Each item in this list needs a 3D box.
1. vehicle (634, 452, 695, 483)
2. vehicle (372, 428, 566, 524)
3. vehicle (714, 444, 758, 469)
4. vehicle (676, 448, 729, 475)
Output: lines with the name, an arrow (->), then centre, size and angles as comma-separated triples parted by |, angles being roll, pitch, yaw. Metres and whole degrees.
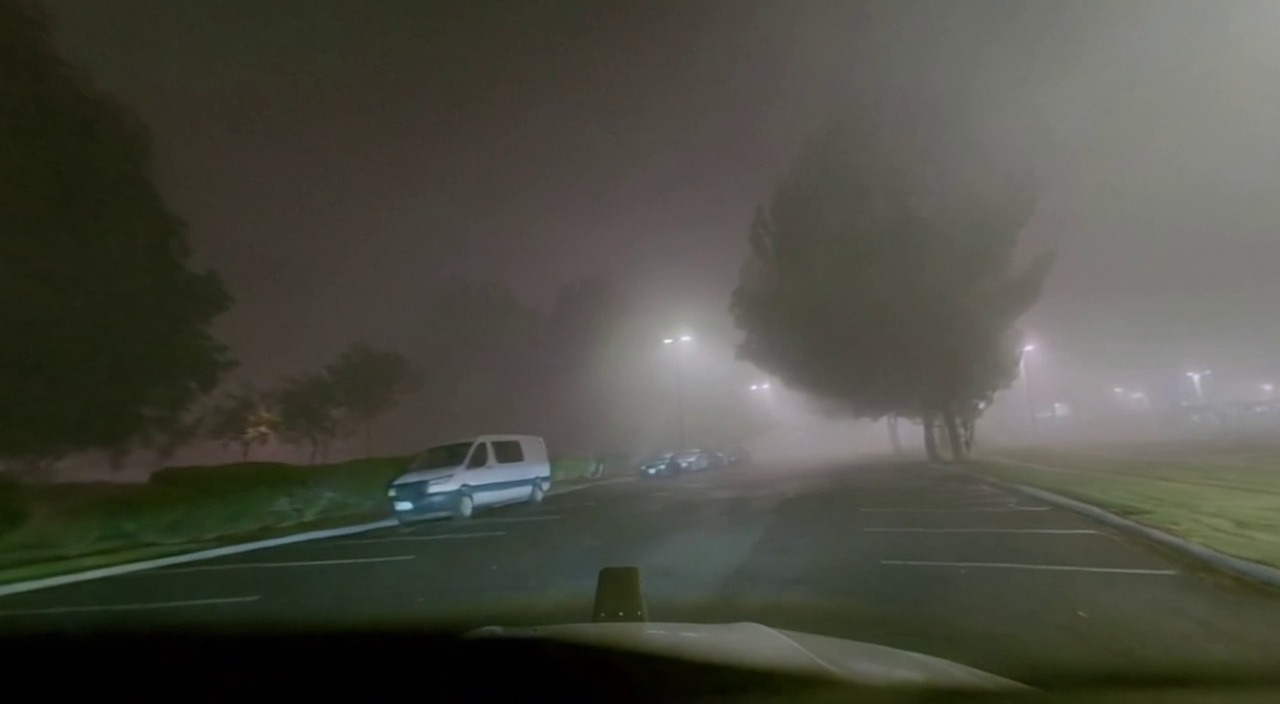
vehicle -> 1.321, 5.958, 32.832 | 1.938, 1.191, 3.630 | -10, -10, 20
vehicle -> -4.467, 3.359, 17.808 | 2.433, 2.193, 5.547 | -4, -9, 20
vehicle -> 7.426, 7.984, 48.403 | 2.360, 1.741, 4.912 | -3, -9, 20
vehicle -> 3.868, 6.636, 38.561 | 2.038, 1.525, 4.383 | -4, -9, 22
